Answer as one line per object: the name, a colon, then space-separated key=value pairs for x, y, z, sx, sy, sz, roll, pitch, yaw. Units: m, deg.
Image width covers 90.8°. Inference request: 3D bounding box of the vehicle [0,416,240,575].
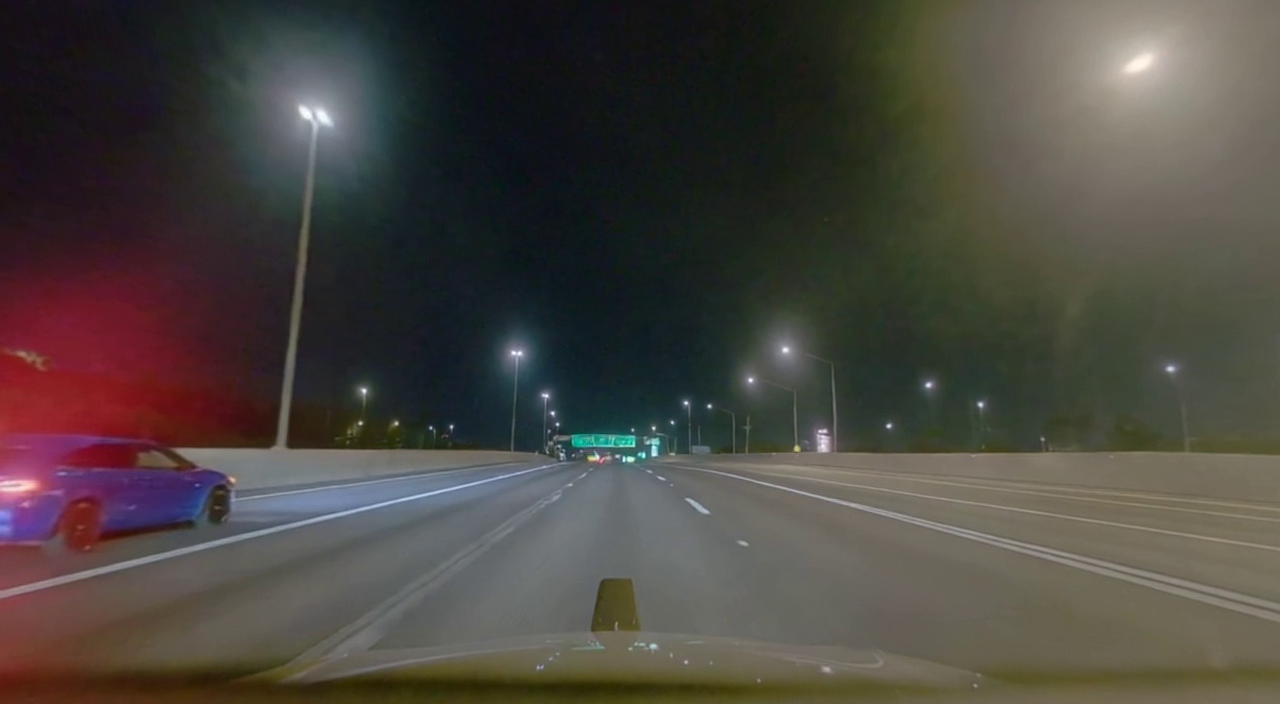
vehicle: x=-7.549 y=1.752 z=8.287 sx=1.924 sy=1.601 sz=4.115 roll=0 pitch=-9 yaw=-1
